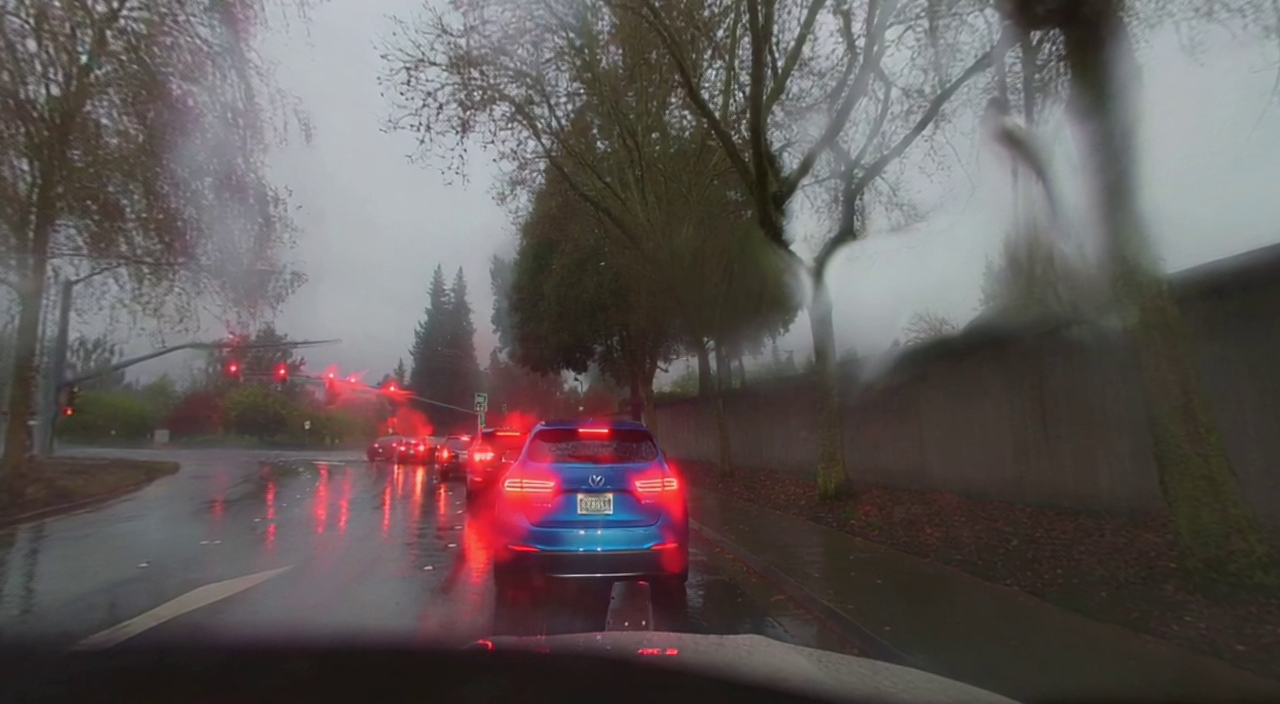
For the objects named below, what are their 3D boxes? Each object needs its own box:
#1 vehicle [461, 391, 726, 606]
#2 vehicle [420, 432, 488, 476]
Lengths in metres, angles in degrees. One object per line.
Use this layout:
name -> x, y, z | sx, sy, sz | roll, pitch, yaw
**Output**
vehicle -> -0.685, 1.459, 7.196 | 2.134, 1.671, 4.147 | 1, -8, -9
vehicle -> -7.300, 3.928, 24.482 | 1.902, 1.536, 3.662 | 4, -9, -25
